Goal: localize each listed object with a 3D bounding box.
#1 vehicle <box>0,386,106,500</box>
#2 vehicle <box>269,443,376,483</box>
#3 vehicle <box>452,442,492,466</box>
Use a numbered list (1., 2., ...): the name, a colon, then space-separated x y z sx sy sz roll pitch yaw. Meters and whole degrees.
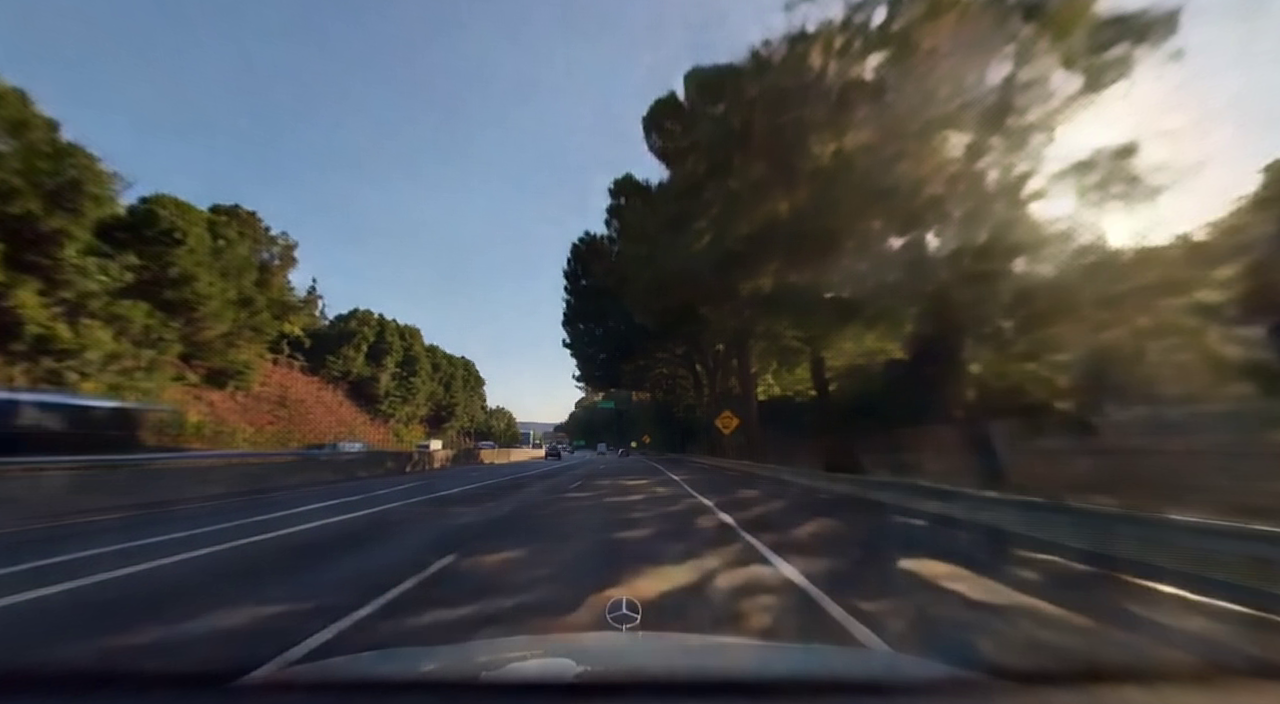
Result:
1. vehicle: -17.935 2.456 17.035 2.369 2.953 4.847 -1 -9 4
2. vehicle: -13.117 4.600 26.467 2.027 1.519 4.733 0 -9 0
3. vehicle: -12.725 7.750 48.025 1.869 1.684 4.115 0 -9 0
